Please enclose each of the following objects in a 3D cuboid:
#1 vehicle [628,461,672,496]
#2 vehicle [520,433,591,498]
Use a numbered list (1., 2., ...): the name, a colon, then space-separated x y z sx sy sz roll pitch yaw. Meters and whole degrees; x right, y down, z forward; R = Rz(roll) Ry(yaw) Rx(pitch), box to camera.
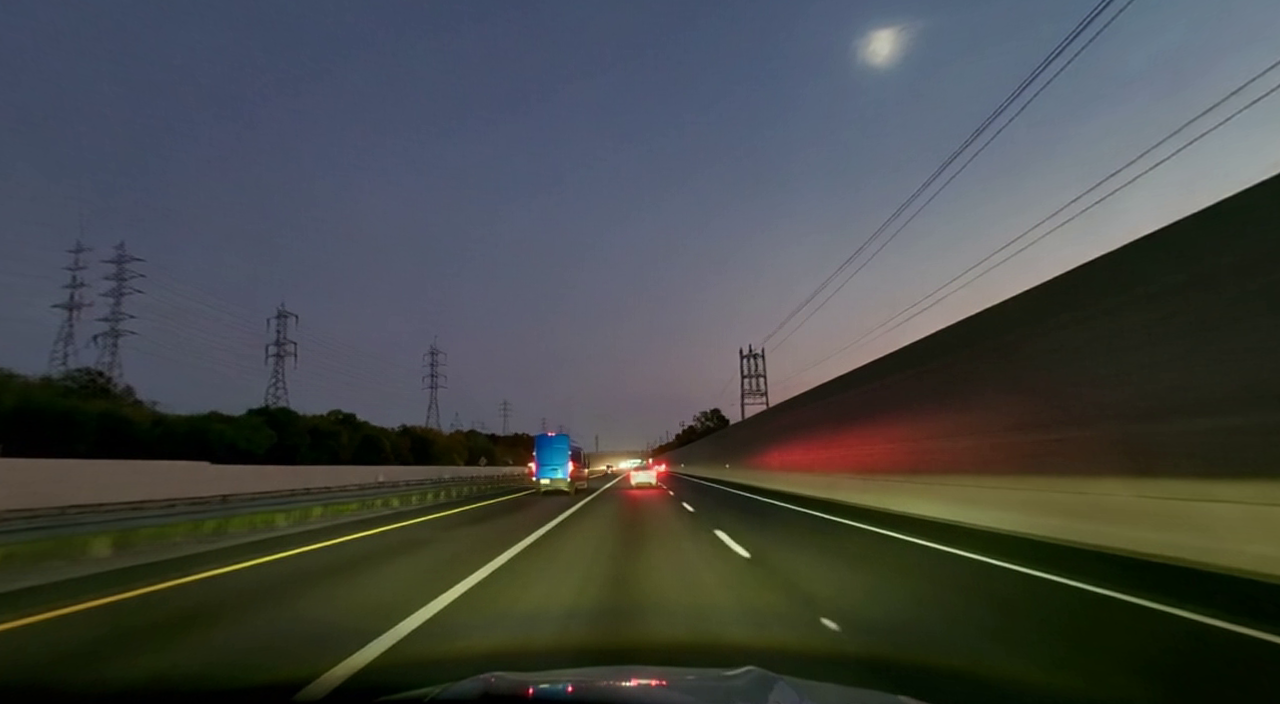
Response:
1. vehicle: 0.461 6.248 31.242 2.006 1.554 3.863 1 -11 0
2. vehicle: -3.782 5.342 29.601 2.394 2.609 6.875 1 -11 0
